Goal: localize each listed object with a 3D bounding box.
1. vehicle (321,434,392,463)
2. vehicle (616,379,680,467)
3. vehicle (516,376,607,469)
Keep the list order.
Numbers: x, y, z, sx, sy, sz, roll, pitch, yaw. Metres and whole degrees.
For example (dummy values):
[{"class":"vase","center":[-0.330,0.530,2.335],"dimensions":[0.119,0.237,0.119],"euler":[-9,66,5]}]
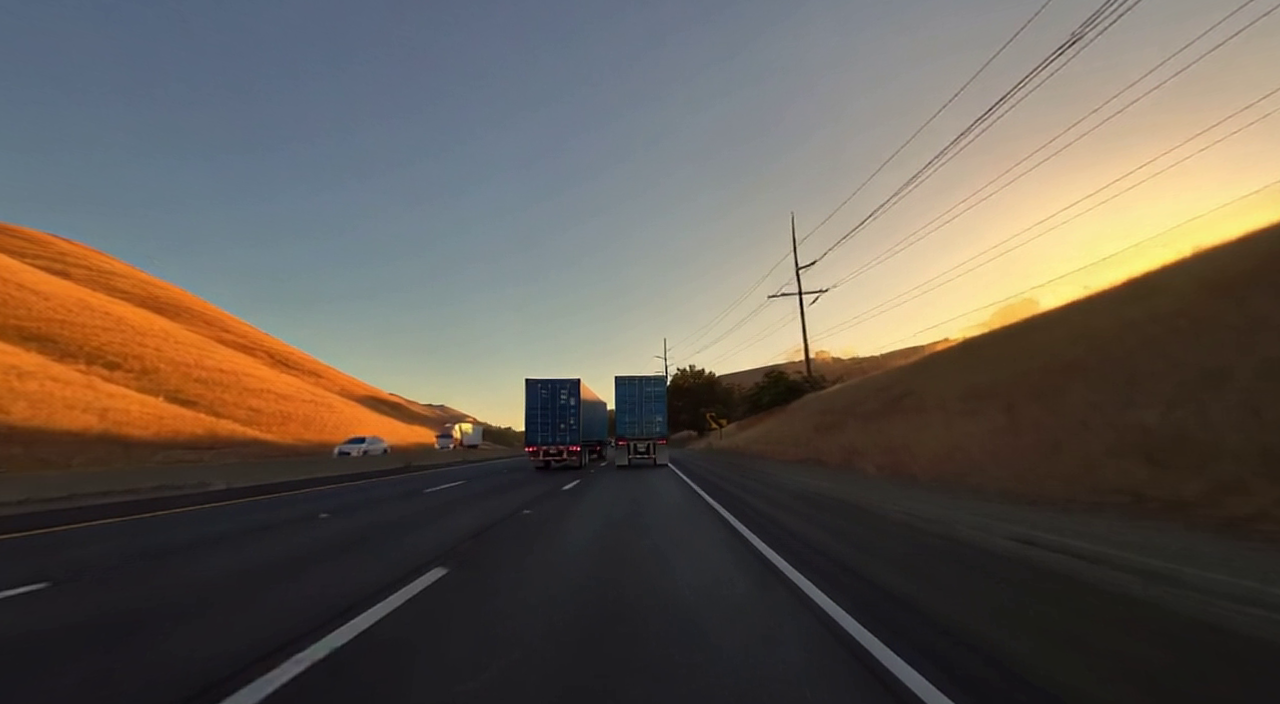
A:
[{"class":"vehicle","center":[-17.503,5.968,39.112],"dimensions":[2.056,1.688,5.031],"euler":[0,-8,0]},{"class":"vehicle","center":[0.264,4.112,35.332],"dimensions":[3.006,4.120,11.586],"euler":[0,-8,-1]},{"class":"vehicle","center":[-3.811,4.070,34.743],"dimensions":[3.065,4.105,13.706],"euler":[0,-8,1]}]
